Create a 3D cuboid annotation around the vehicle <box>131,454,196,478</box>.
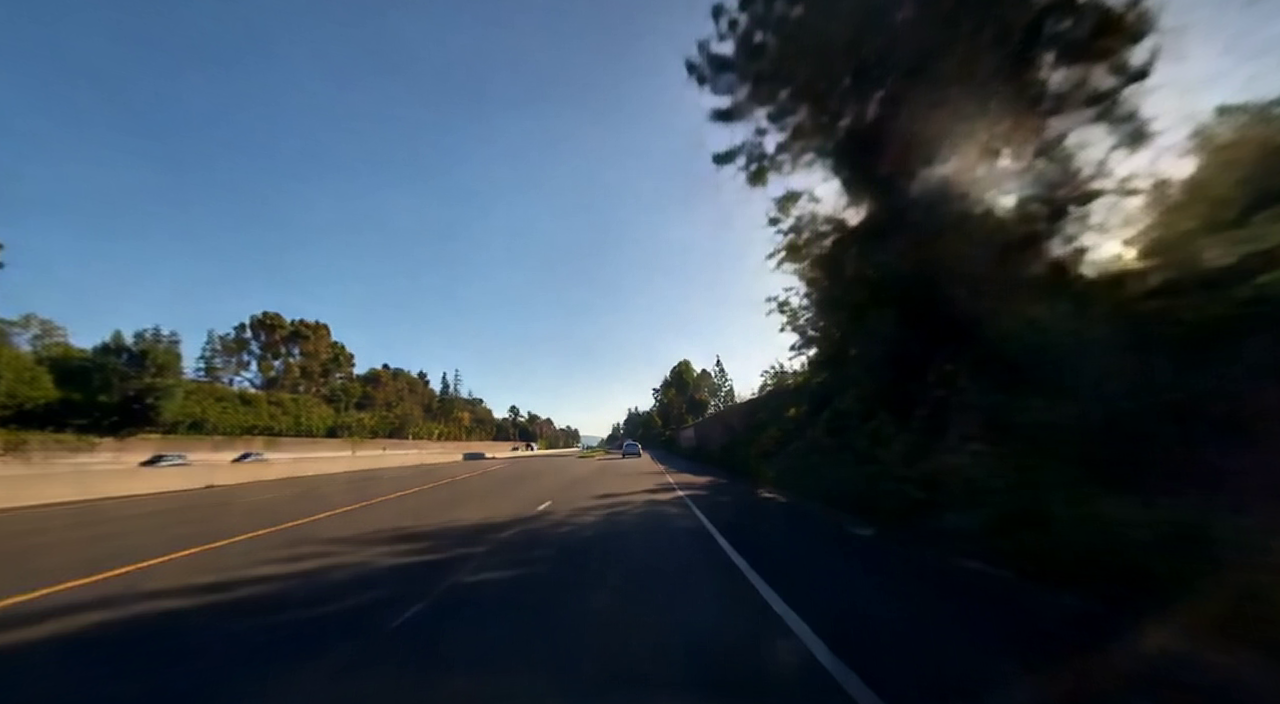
[{"bbox_3d":[-34.305,8.194,45.426,1.815,1.475,4.486,1,-8,-10],"label":"vehicle"}]
